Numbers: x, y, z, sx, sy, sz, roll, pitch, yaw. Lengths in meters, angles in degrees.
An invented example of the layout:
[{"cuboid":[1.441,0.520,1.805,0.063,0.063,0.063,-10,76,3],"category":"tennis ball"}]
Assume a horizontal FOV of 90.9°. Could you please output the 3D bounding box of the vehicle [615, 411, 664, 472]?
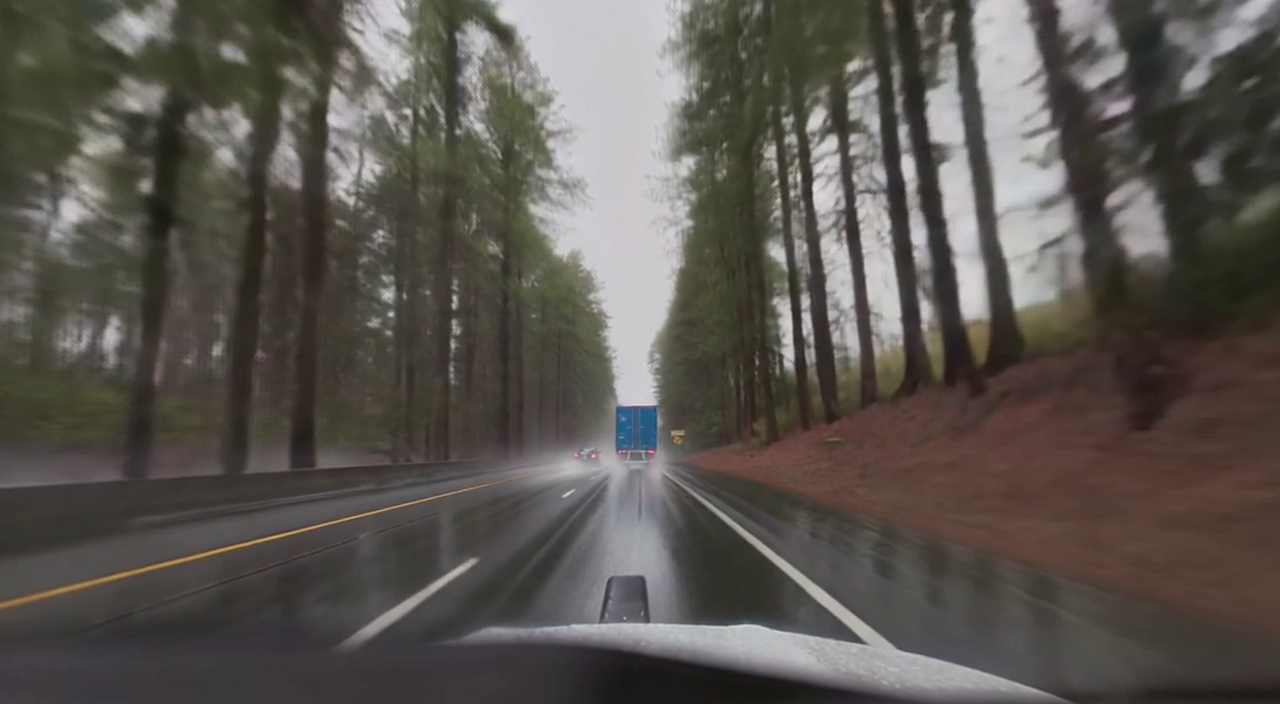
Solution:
[{"cuboid":[-0.102,7.044,49.593,3.320,4.173,11.889,0,-8,-1],"category":"vehicle"}]
